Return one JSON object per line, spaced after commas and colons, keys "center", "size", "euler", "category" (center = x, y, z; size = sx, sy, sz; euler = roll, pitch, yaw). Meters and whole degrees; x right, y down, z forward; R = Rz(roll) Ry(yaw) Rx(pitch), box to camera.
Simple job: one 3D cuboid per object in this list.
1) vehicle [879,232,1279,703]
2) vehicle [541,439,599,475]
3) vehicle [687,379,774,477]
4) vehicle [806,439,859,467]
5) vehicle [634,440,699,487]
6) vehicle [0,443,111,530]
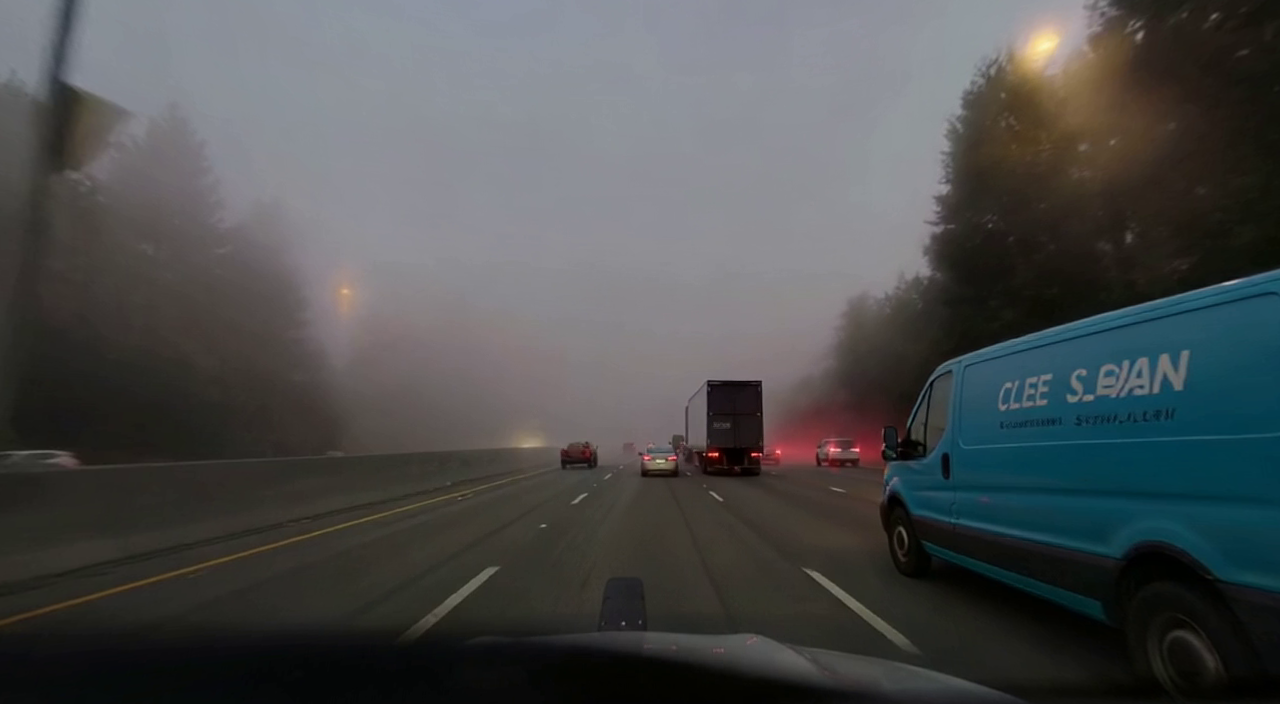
{"center": [3.516, 0.708, 3.049], "size": [2.441, 2.017, 5.739], "euler": [0, -9, 0], "category": "vehicle"}
{"center": [-3.257, 5.016, 30.289], "size": [2.182, 1.601, 4.364], "euler": [-1, -9, 2], "category": "vehicle"}
{"center": [4.229, 4.091, 32.677], "size": [2.821, 4.077, 12.562], "euler": [0, -9, 1], "category": "vehicle"}
{"center": [11.088, 5.861, 36.636], "size": [1.870, 1.525, 3.680], "euler": [0, -9, 0], "category": "vehicle"}
{"center": [0.833, 3.861, 22.147], "size": [2.063, 1.469, 4.208], "euler": [0, -9, 0], "category": "vehicle"}
{"center": [-15.894, 3.089, 14.448], "size": [2.452, 1.967, 5.756], "euler": [0, -9, 1], "category": "vehicle"}
